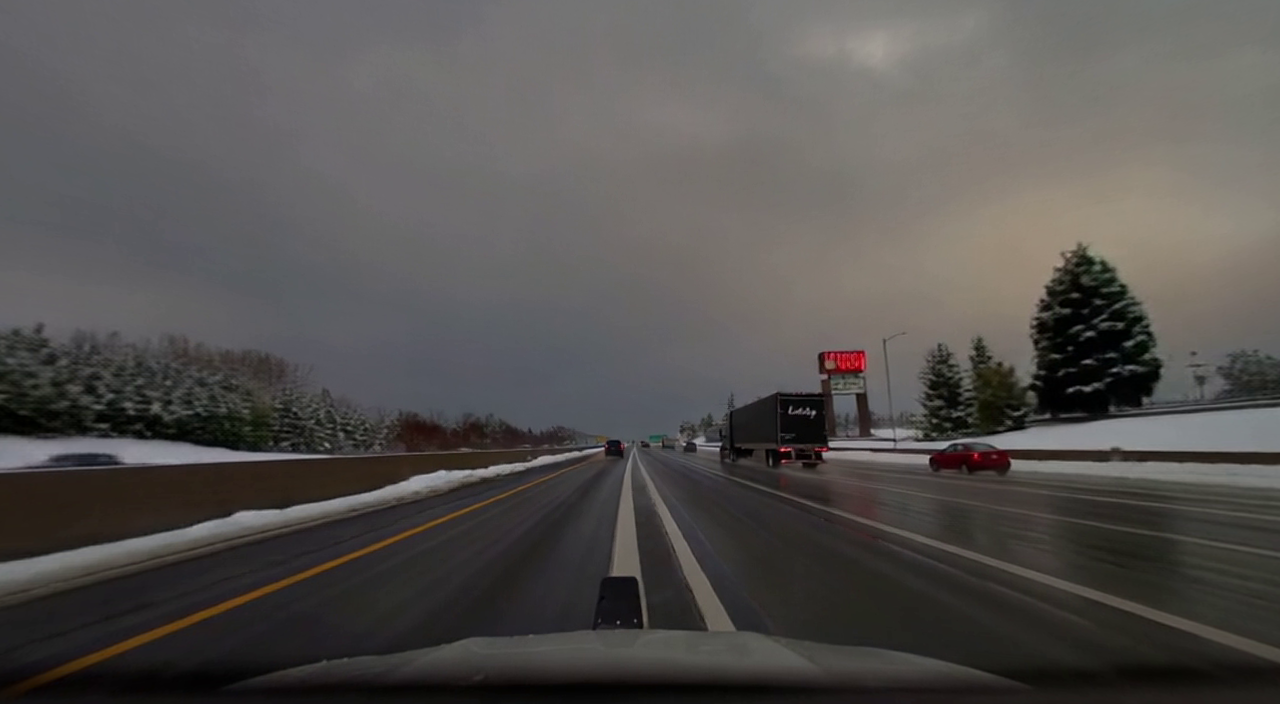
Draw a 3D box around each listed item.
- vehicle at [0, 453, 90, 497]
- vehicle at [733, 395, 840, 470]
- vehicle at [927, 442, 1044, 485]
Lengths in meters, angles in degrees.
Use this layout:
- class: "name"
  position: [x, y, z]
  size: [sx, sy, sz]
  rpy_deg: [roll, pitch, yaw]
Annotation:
- class: "vehicle"
  position: [-25.088, 4.876, 25.272]
  size: [1.942, 1.579, 4.642]
  rpy_deg: [0, -9, 0]
- class: "vehicle"
  position: [9.233, 5.645, 42.990]
  size: [2.892, 4.128, 16.495]
  rpy_deg: [0, -9, -2]
- class: "vehicle"
  position: [13.074, 4.219, 24.276]
  size: [1.862, 1.462, 4.459]
  rpy_deg: [0, -9, -1]
